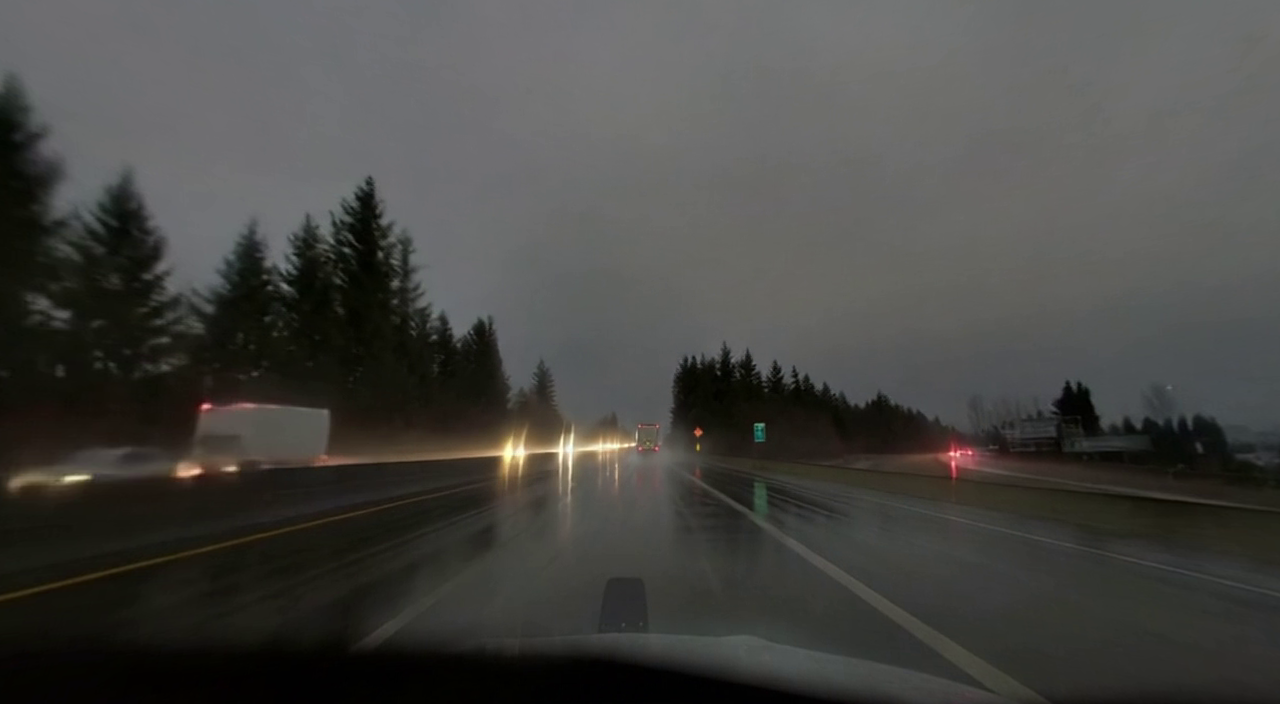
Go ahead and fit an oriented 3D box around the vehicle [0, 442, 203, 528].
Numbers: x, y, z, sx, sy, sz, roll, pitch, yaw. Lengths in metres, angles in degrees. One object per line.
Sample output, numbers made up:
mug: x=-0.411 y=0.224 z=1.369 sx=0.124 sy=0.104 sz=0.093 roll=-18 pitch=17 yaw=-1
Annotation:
vehicle: x=-12.193 y=2.703 z=13.469 sx=2.110 sy=1.488 sz=4.893 roll=0 pitch=-9 yaw=1
